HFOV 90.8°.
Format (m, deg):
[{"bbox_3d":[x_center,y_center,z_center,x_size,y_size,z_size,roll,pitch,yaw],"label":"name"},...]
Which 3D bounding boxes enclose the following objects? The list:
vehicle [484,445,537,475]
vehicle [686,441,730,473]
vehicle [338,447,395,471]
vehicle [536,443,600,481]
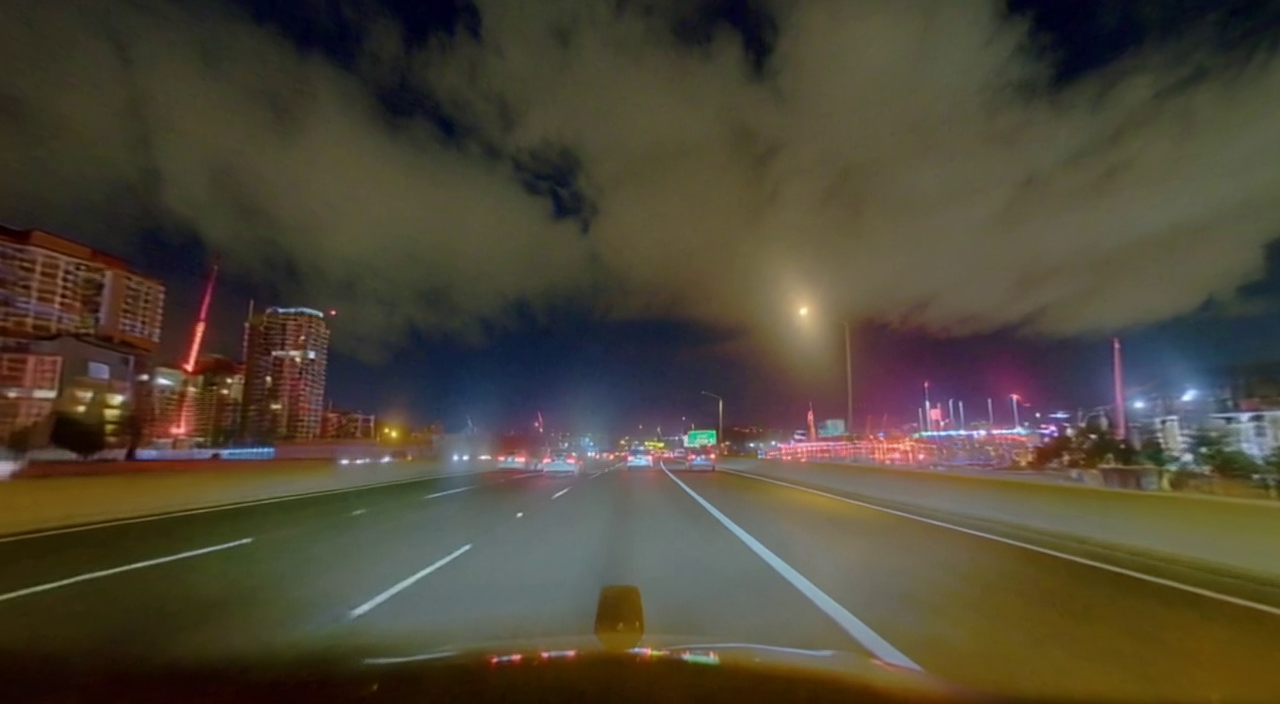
[{"bbox_3d":[-7.058,5.940,34.919,1.951,1.528,4.209,0,-9,2],"label":"vehicle"},{"bbox_3d":[3.690,5.753,34.848,1.978,1.602,4.092,0,-9,1],"label":"vehicle"},{"bbox_3d":[-20.095,7.871,46.676,1.969,1.656,4.655,-1,-9,3],"label":"vehicle"},{"bbox_3d":[-3.067,4.796,27.849,2.136,1.512,4.488,0,-9,2],"label":"vehicle"}]
